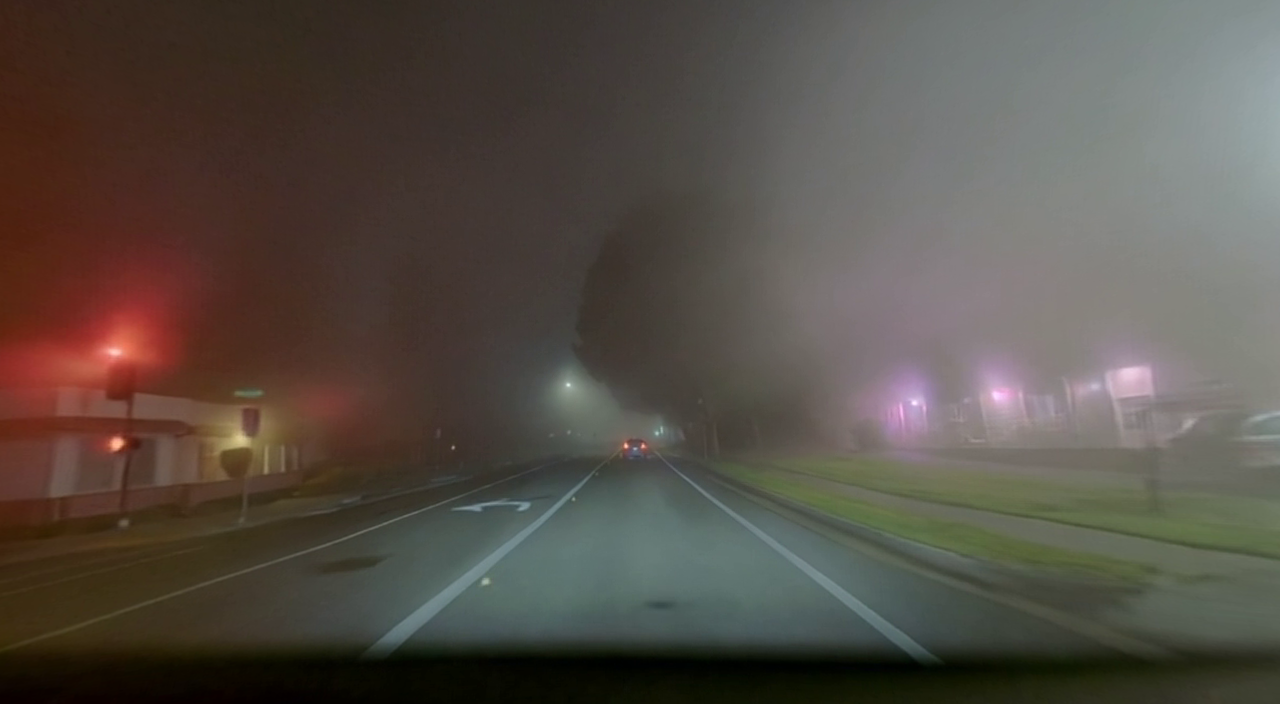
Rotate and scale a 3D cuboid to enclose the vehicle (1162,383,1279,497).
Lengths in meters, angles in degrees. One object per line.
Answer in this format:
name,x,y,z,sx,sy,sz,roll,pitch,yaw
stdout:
vehicle,11.039,1.280,9.558,2.001,1.744,4.449,-1,-10,-9
